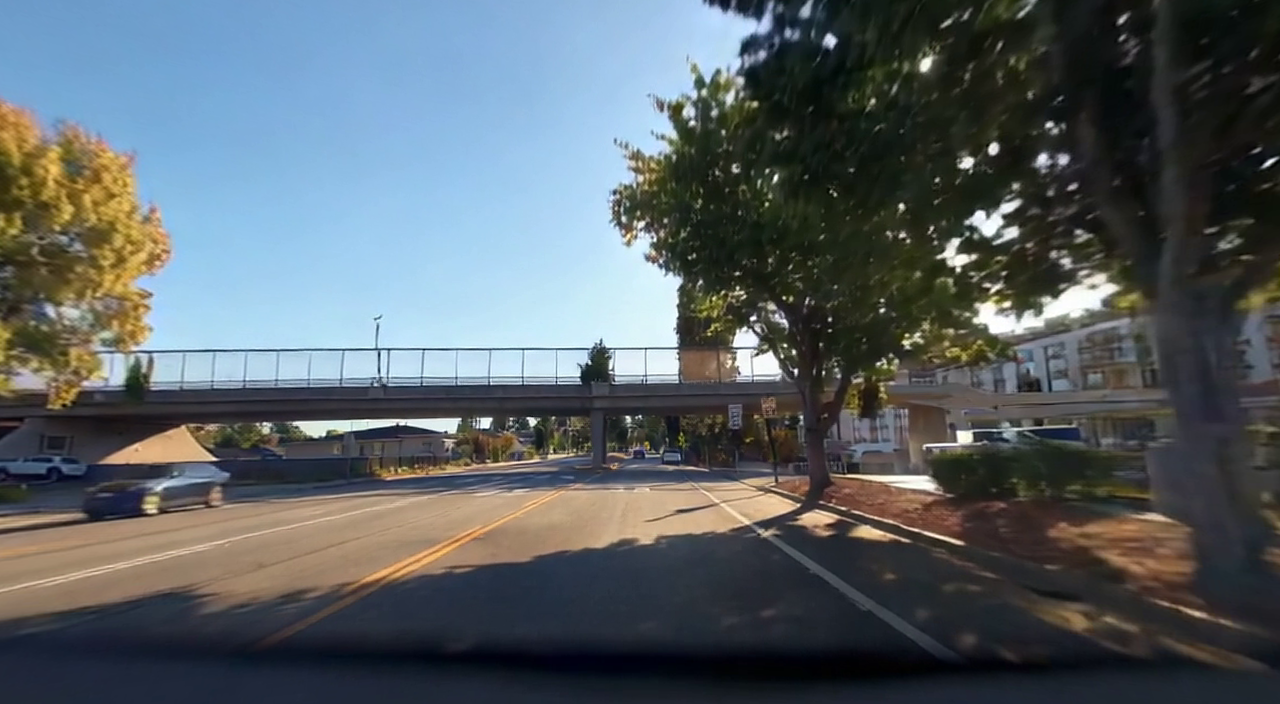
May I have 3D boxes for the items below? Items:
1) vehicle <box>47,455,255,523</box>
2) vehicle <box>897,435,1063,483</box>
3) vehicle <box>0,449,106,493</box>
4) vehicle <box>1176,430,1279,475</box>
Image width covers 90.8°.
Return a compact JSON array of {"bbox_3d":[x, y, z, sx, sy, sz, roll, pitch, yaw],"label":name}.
[{"bbox_3d":[-13.182,3.678,17.544,1.972,1.551,4.755,0,-9,0],"label":"vehicle"},{"bbox_3d":[11.434,3.621,21.620,1.809,1.432,4.629,5,-10,-31],"label":"vehicle"},{"bbox_3d":[-32.315,6.421,34.438,1.990,2.165,4.424,-2,-9,13],"label":"vehicle"},{"bbox_3d":[22.893,3.587,22.761,1.866,1.483,4.910,1,-11,-30],"label":"vehicle"}]
